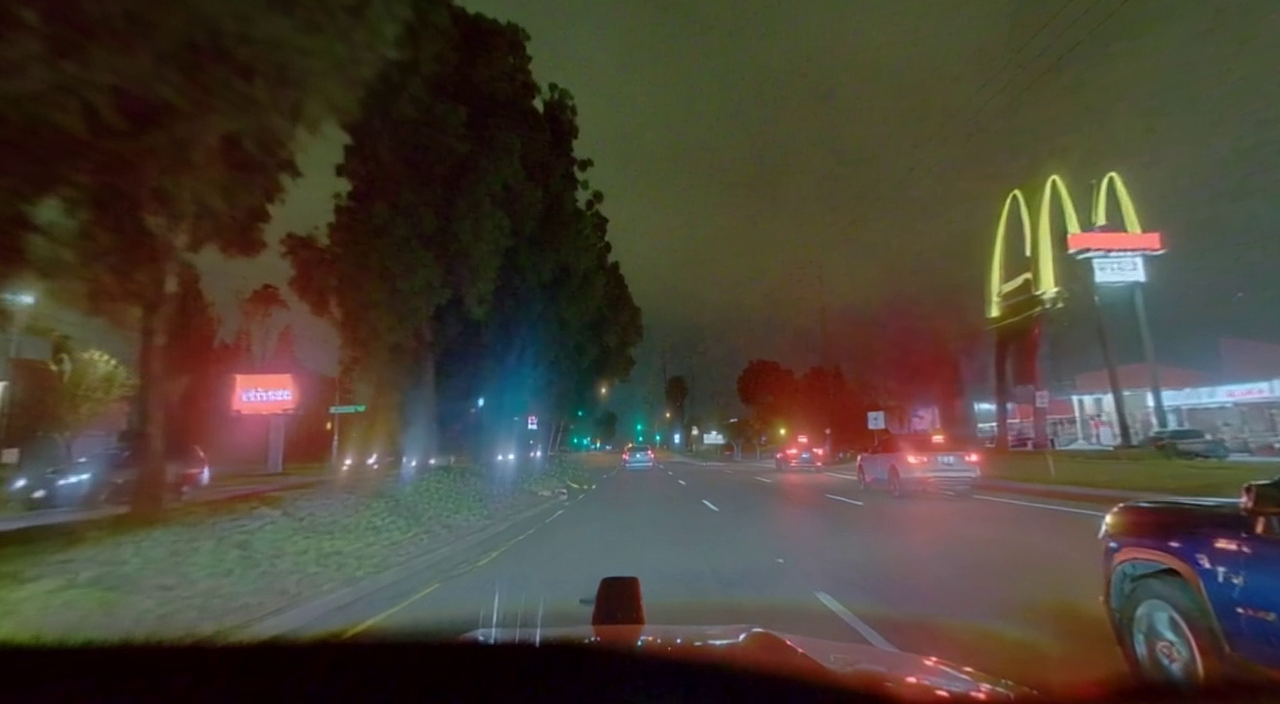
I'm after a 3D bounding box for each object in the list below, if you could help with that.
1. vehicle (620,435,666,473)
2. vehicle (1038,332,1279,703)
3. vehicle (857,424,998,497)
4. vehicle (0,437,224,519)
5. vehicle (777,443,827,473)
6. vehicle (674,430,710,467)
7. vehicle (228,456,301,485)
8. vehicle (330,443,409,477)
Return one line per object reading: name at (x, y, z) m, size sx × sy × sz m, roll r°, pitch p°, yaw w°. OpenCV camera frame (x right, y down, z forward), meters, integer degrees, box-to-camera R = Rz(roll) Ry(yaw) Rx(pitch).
vehicle at (0.130, 5.599, 34.962) m, size 2.402 × 1.938 × 4.535 m, roll 0°, pitch -9°, yaw -1°
vehicle at (3.517, 0.666, 1.627) m, size 2.076 × 1.716 × 4.416 m, roll 0°, pitch -9°, yaw 0°
vehicle at (7.882, 3.024, 17.875) m, size 1.977 × 1.786 × 4.344 m, roll 0°, pitch -9°, yaw 1°
vehicle at (-13.962, 3.251, 16.921) m, size 2.159 × 1.836 × 5.038 m, roll 0°, pitch -9°, yaw 0°
vehicle at (8.850, 5.788, 34.752) m, size 1.879 × 1.517 × 4.006 m, roll -1°, pitch -9°, yaw 3°
vehicle at (3.795, 7.157, 47.062) m, size 2.239 × 2.586 × 4.586 m, roll 0°, pitch -9°, yaw 0°
vehicle at (-21.875, 6.885, 36.962) m, size 1.879 × 1.520 × 3.830 m, roll 0°, pitch -9°, yaw 1°
vehicle at (-14.490, 5.802, 34.116) m, size 2.136 × 1.676 × 4.371 m, roll -1°, pitch -9°, yaw 3°
